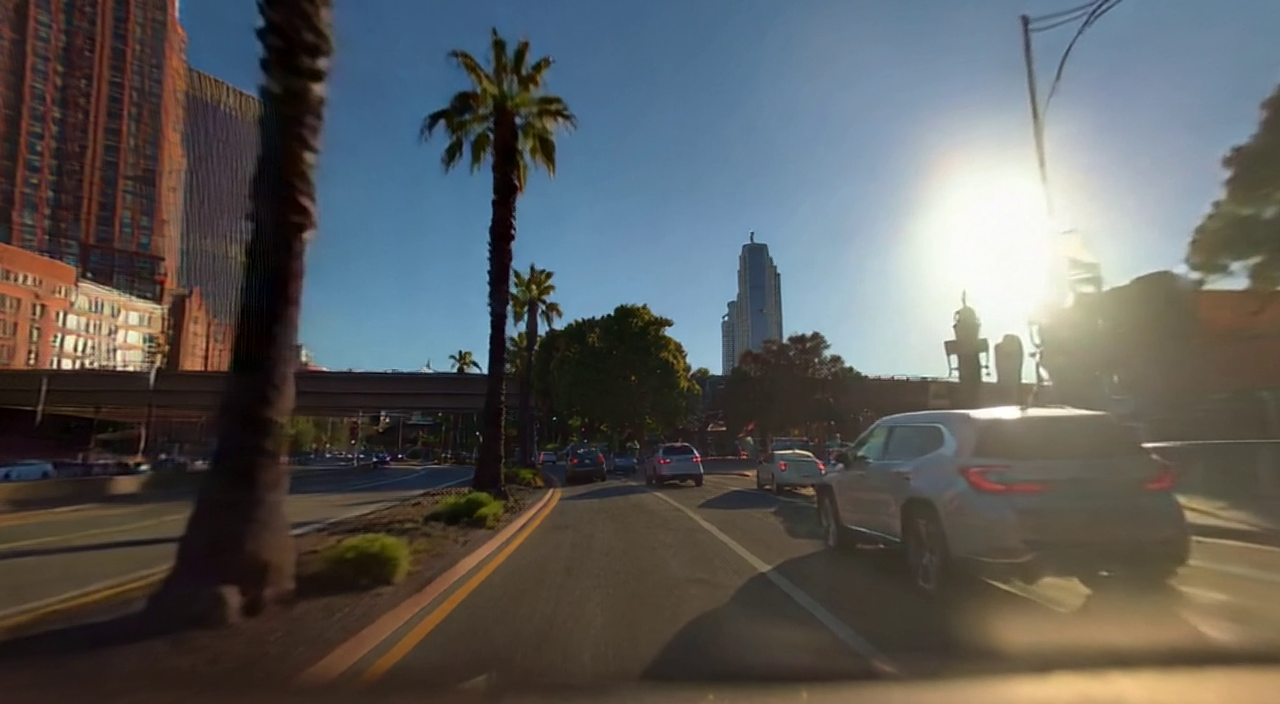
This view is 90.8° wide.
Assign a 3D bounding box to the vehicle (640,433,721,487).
[{"bbox_3d":[1.525,4.445,26.298,2.407,1.991,5.130,1,-9,-7],"label":"vehicle"}]

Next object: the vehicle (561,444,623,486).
[{"bbox_3d":[-2.172,4.839,27.470,2.332,1.625,4.933,1,-9,-8],"label":"vehicle"}]

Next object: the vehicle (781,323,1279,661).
[{"bbox_3d":[3.468,1.259,6.744,2.434,2.171,5.098,0,-9,-4],"label":"vehicle"}]
